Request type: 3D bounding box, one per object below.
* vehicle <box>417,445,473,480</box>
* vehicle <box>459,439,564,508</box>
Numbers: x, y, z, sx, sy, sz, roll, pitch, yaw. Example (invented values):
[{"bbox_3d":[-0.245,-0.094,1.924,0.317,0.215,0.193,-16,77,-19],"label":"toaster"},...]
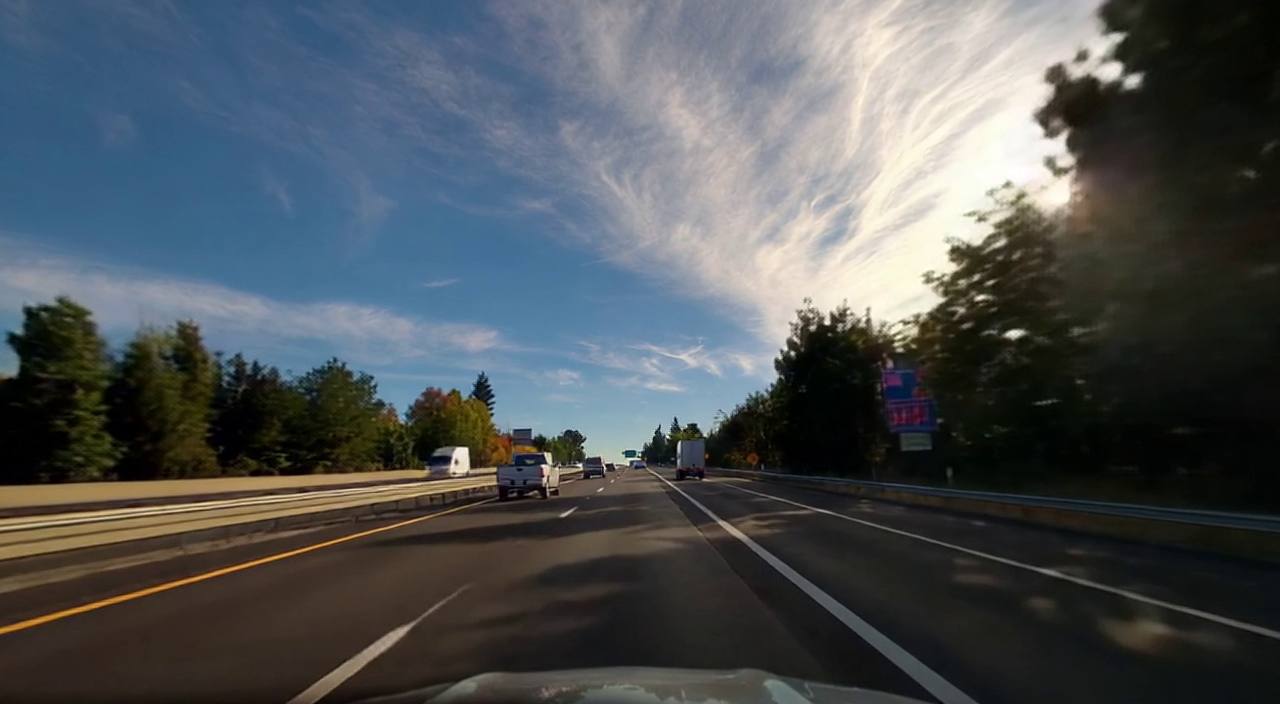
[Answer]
[{"bbox_3d":[-15.302,8.800,49.994,2.333,2.505,6.322,1,-10,0],"label":"vehicle"},{"bbox_3d":[-3.895,3.836,20.098,2.272,1.873,4.832,1,-10,0],"label":"vehicle"}]
